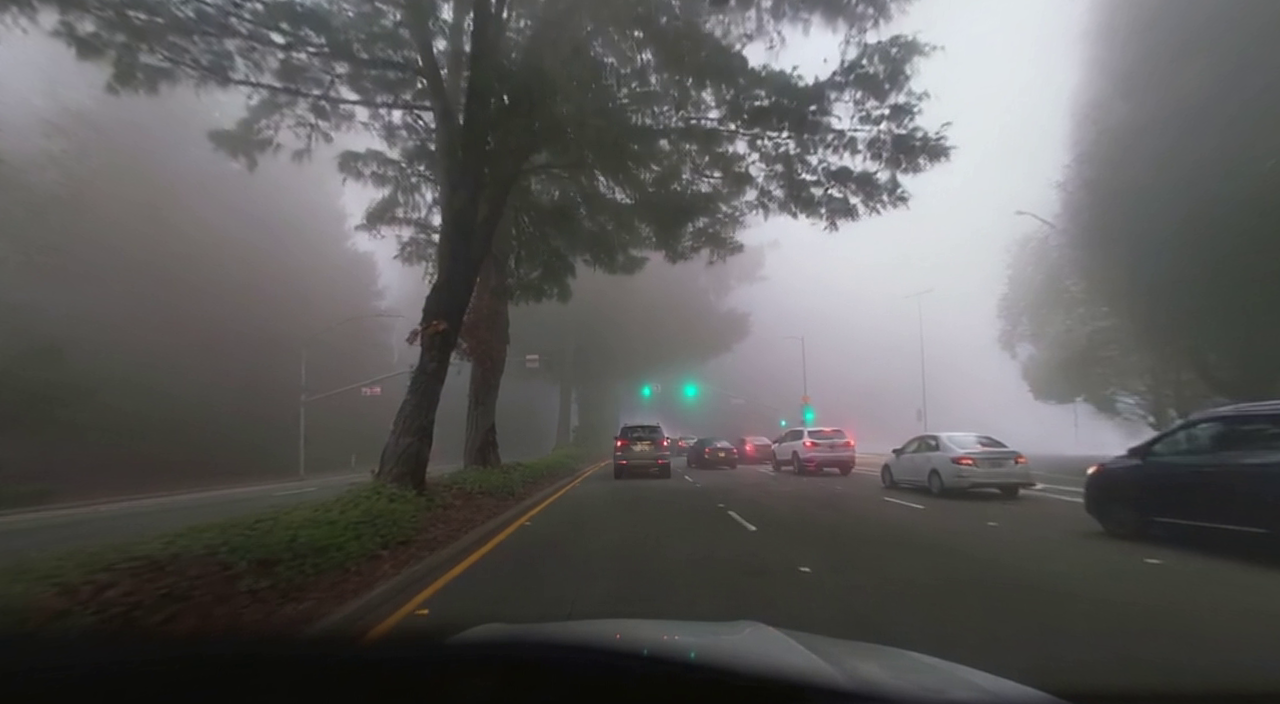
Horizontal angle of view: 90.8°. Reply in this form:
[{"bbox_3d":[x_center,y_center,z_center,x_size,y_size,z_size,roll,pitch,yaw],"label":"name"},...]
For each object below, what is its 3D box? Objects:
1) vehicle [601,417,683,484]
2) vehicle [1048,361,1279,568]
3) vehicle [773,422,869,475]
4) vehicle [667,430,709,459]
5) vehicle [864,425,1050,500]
[{"bbox_3d":[0.061,3.137,20.263,2.353,1.894,4.122,0,-9,0],"label":"vehicle"},{"bbox_3d":[7.091,1.161,6.650,2.226,1.913,4.901,0,-9,-1],"label":"vehicle"},{"bbox_3d":[7.039,3.849,25.256,2.251,1.873,5.346,0,-9,0],"label":"vehicle"},{"bbox_3d":[3.166,6.262,42.660,2.388,1.833,4.506,0,-9,-1],"label":"vehicle"},{"bbox_3d":[7.337,2.624,15.351,2.004,1.504,4.836,0,-9,0],"label":"vehicle"}]
